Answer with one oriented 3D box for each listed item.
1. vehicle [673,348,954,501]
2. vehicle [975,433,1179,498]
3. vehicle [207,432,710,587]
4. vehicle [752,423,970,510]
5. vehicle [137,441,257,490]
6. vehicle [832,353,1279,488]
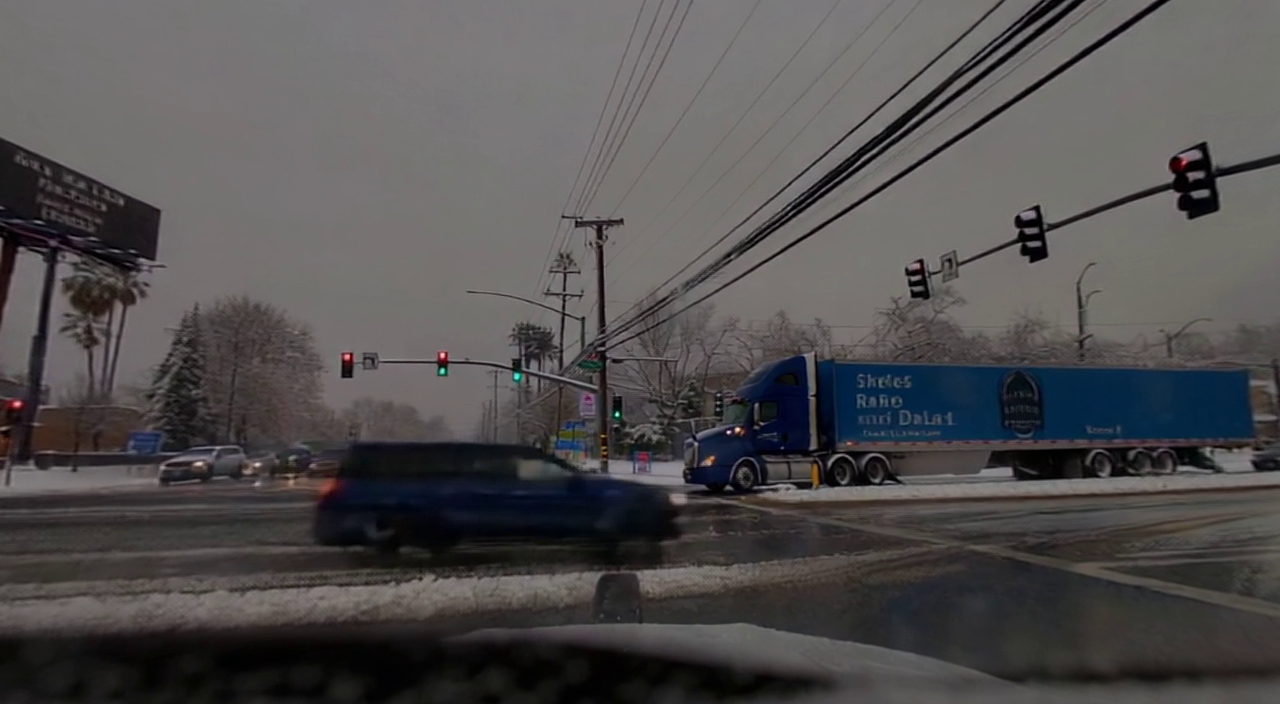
[{"bbox_3d":[5.431,2.375,20.501,8.167,4.352,3.029,2,-9,-14],"label":"vehicle"},{"bbox_3d":[12.878,3.336,18.756,4.958,1.510,1.949,-1,-10,-13],"label":"vehicle"},{"bbox_3d":[-1.918,1.762,7.773,5.114,1.492,2.040,2,-9,-13],"label":"vehicle"},{"bbox_3d":[5.952,3.104,17.345,5.079,1.893,2.200,-1,-10,-14],"label":"vehicle"},{"bbox_3d":[-25.193,6.434,36.418,2.989,2.573,6.053,1,-9,-7],"label":"vehicle"},{"bbox_3d":[15.533,2.572,23.010,17.071,4.151,2.876,2,-9,-14],"label":"vehicle"}]
